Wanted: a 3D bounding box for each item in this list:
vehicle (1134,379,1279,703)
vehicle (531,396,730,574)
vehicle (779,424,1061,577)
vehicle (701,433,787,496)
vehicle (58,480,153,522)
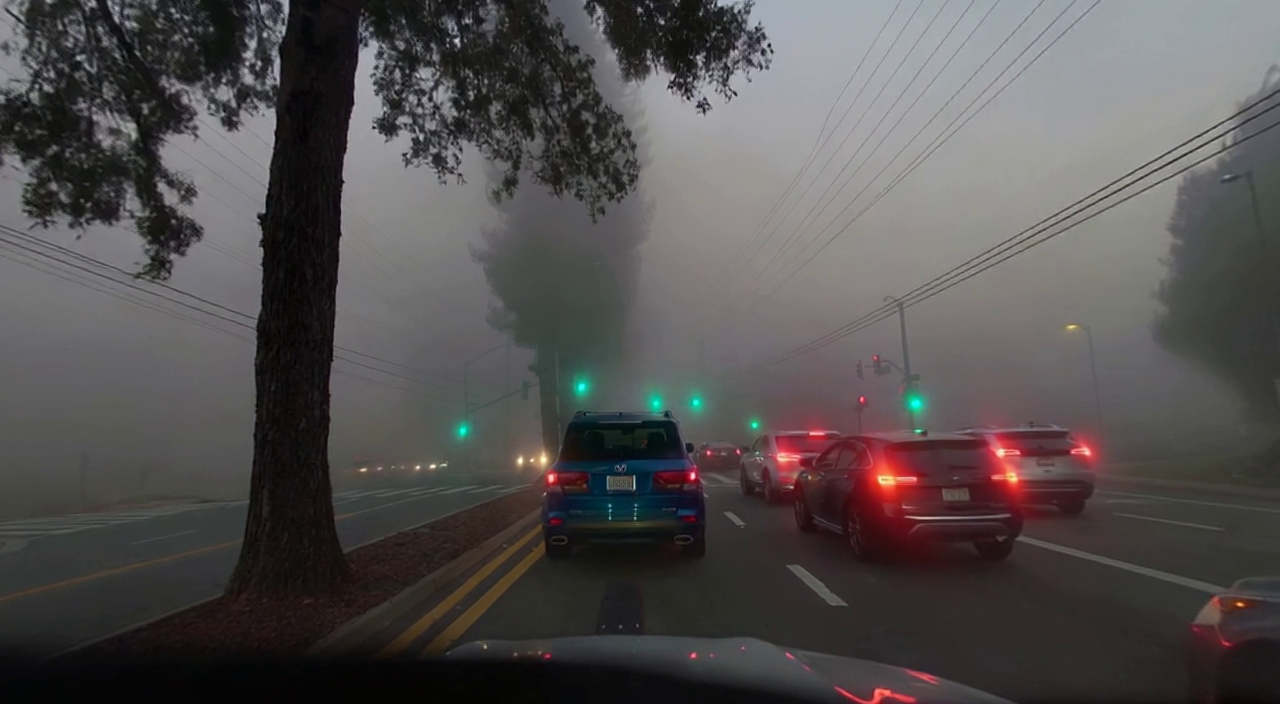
[{"bbox_3d":[3.276,0.629,0.740,1.889,1.517,4.308,0,-9,0],"label":"vehicle"},{"bbox_3d":[-0.140,1.817,9.353,2.231,1.998,4.254,0,-9,-1],"label":"vehicle"},{"bbox_3d":[3.432,1.890,8.892,1.880,1.579,4.401,0,-9,-1],"label":"vehicle"},{"bbox_3d":[3.142,3.484,19.930,1.915,1.765,4.047,0,-9,-1],"label":"vehicle"},{"bbox_3d":[-26.381,7.355,31.177,4.526,1.715,1.989,-11,-13,28],"label":"vehicle"}]
